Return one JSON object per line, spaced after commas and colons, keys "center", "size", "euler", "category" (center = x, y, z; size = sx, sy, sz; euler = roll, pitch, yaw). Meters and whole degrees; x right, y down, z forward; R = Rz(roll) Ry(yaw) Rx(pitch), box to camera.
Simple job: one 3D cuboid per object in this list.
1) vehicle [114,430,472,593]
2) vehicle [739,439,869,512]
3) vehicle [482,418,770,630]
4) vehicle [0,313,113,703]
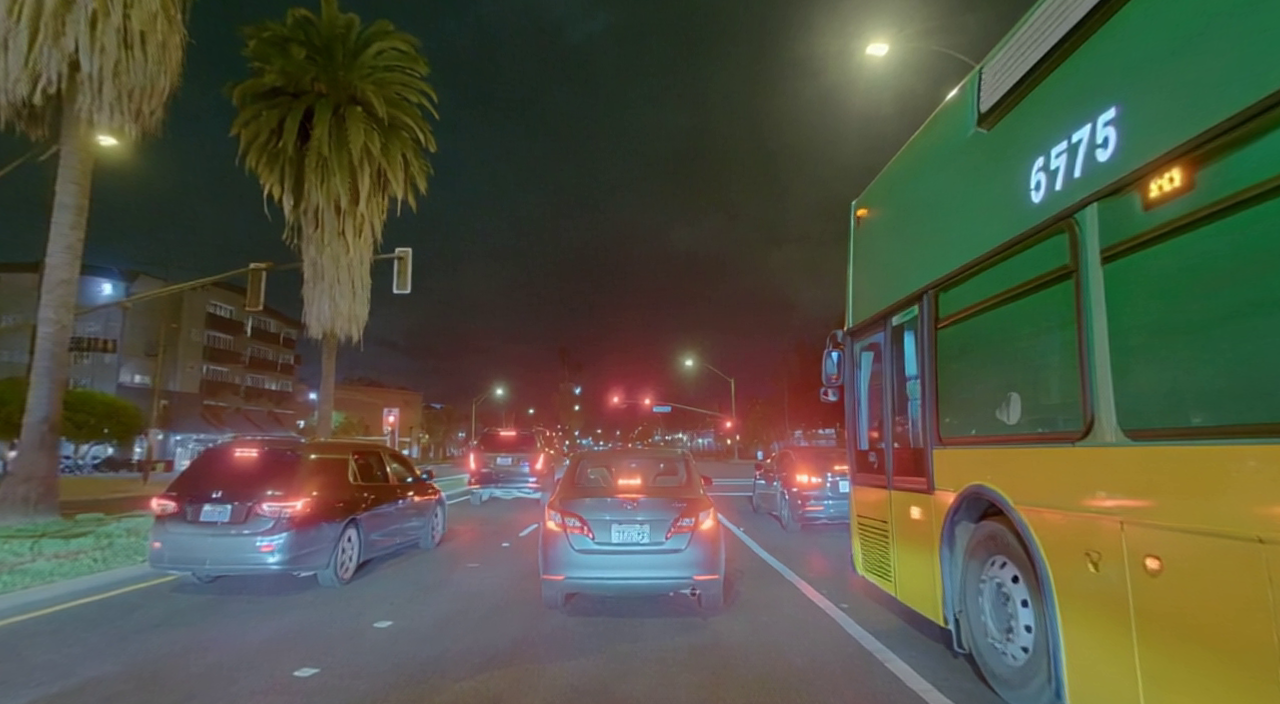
{"center": [-3.627, 1.720, 7.711], "size": [1.919, 1.415, 4.178], "euler": [0, -9, 1], "category": "vehicle"}
{"center": [3.718, 2.872, 15.181], "size": [1.989, 1.467, 4.364], "euler": [0, -9, 1], "category": "vehicle"}
{"center": [-0.110, 1.521, 6.510], "size": [2.060, 1.499, 3.831], "euler": [0, -9, 0], "category": "vehicle"}
{"center": [-3.562, 0.467, 0.334], "size": [2.145, 1.824, 4.974], "euler": [0, -9, 2], "category": "vehicle"}
